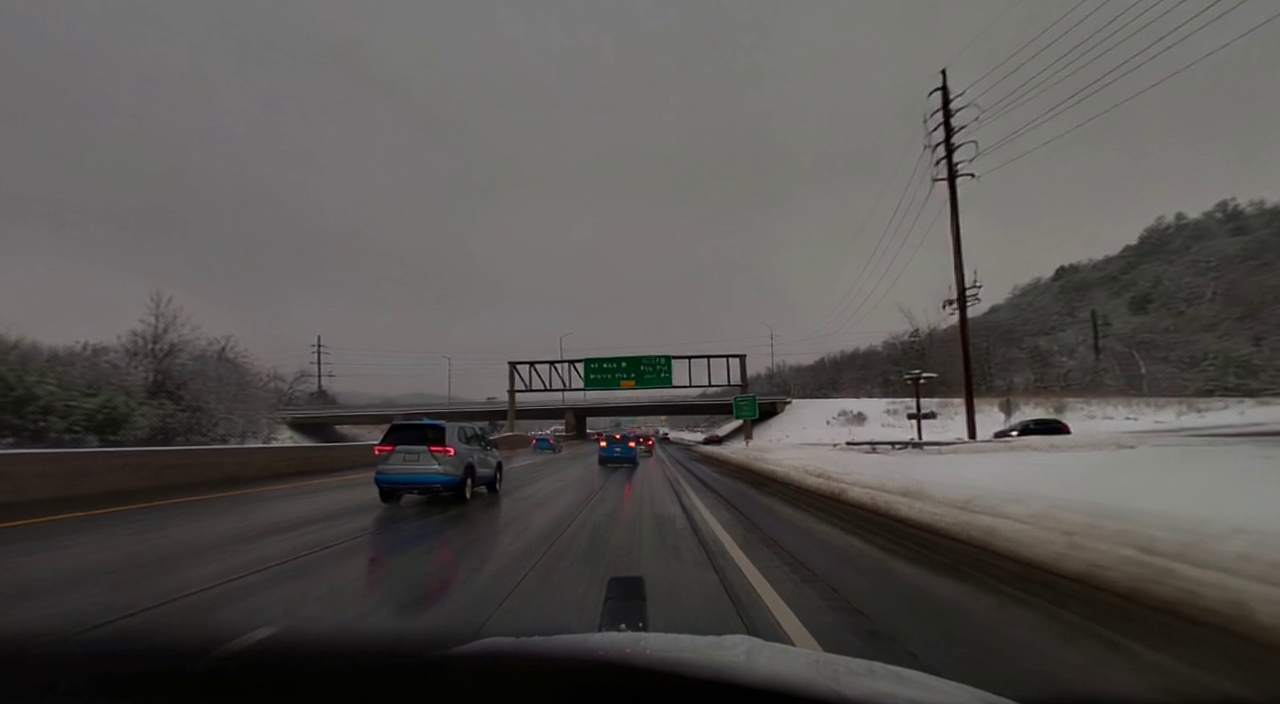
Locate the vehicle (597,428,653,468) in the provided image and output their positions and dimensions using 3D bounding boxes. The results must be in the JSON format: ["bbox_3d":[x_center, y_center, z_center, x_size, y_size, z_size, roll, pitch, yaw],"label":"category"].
[{"bbox_3d":[-0.592,4.347,28.469,2.193,1.651,3.946,-1,-8,4],"label":"vehicle"}]

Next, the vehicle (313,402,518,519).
[{"bbox_3d":[-4.066,2.092,12.569,2.228,1.845,4.847,0,-8,1],"label":"vehicle"}]

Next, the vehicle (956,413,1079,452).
[{"bbox_3d":[26.631,5.793,44.777,2.571,2.571,6.876,7,-11,-41],"label":"vehicle"}]
